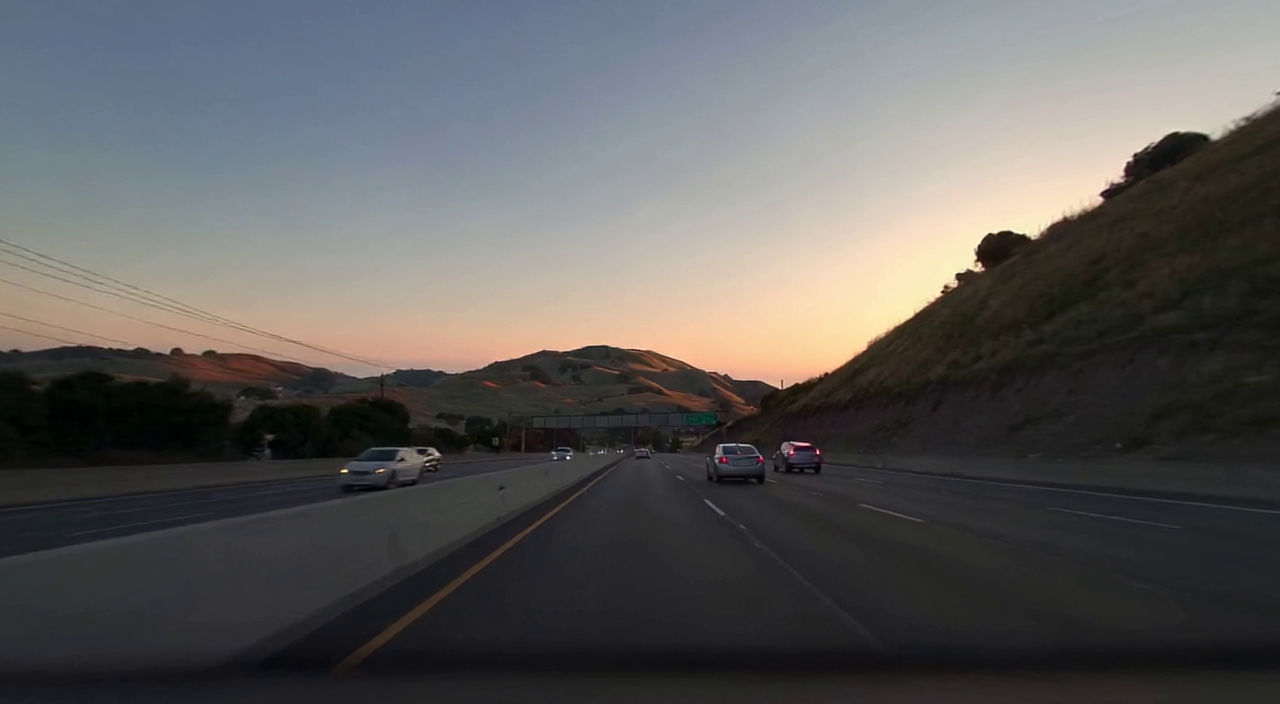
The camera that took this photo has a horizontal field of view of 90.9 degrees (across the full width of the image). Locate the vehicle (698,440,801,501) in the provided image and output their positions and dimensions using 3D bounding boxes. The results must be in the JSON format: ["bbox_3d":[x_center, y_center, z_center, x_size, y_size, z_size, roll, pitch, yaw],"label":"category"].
[{"bbox_3d":[2.869,3.201,17.514,2.044,1.444,4.216,0,-8,-1],"label":"vehicle"}]

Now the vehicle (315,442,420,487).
[{"bbox_3d":[-12.566,5.183,29.611,2.338,1.817,5.761,-2,-8,1],"label":"vehicle"}]
